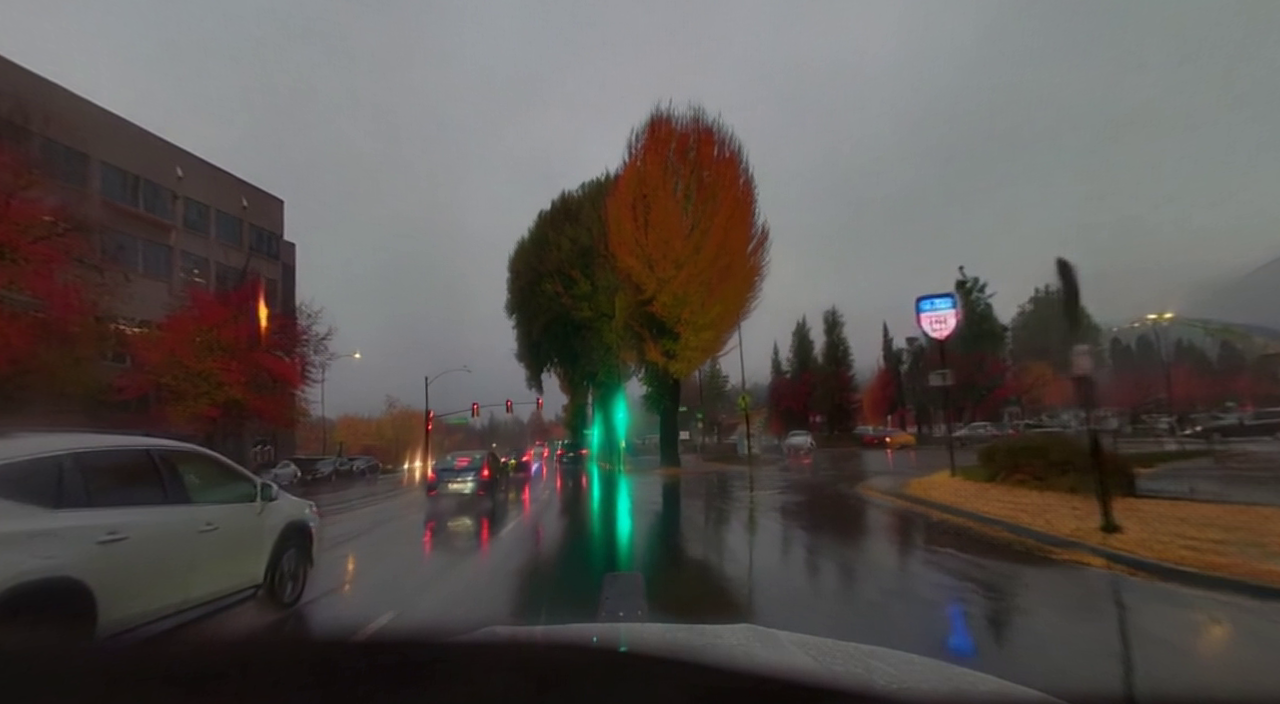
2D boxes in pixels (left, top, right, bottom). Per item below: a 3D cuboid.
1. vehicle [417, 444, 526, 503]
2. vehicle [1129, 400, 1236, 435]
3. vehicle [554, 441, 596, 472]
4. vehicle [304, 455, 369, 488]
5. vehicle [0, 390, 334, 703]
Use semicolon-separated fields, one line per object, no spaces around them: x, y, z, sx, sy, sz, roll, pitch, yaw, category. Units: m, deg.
-4.831;3.545;18.964;2.090;1.506;5.326;1;-9;-3;vehicle
33.003;3.966;38.412;2.110;1.696;4.653;15;-11;-40;vehicle
-3.972;6.245;37.763;2.144;1.704;4.028;2;-9;-10;vehicle
-17.099;6.735;35.743;2.039;1.672;4.596;2;-9;-10;vehicle
-4.105;1.151;3.933;2.085;1.663;4.513;1;-9;0;vehicle
